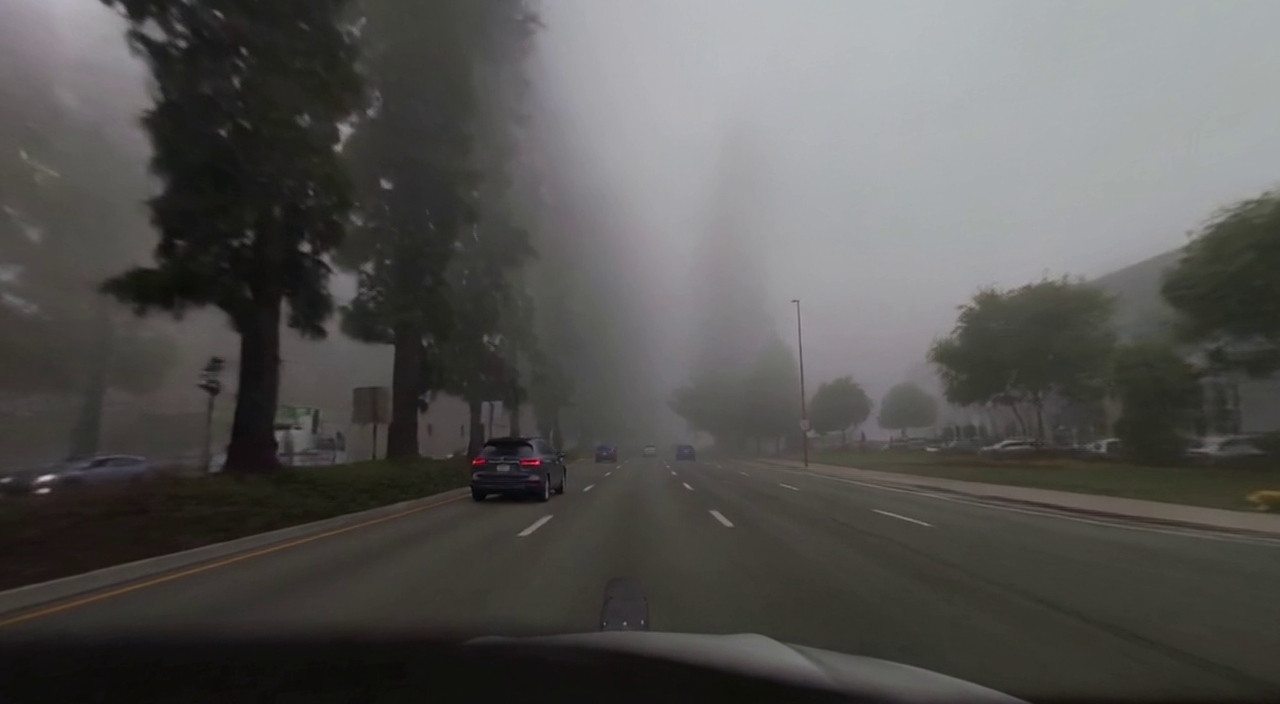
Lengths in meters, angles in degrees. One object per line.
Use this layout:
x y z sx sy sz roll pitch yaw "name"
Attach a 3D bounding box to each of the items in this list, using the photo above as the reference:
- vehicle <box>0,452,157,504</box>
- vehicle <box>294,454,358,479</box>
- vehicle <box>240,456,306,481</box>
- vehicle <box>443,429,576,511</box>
-22.762 5.074 25.912 1.986 1.826 5.008 1 -8 -3 "vehicle"
-20.576 7.513 41.541 1.817 1.495 4.540 0 -8 0 "vehicle"
-24.394 7.747 42.126 1.825 1.498 4.308 0 -8 0 "vehicle"
-2.909 2.766 15.258 2.121 1.656 4.559 0 -8 2 "vehicle"
